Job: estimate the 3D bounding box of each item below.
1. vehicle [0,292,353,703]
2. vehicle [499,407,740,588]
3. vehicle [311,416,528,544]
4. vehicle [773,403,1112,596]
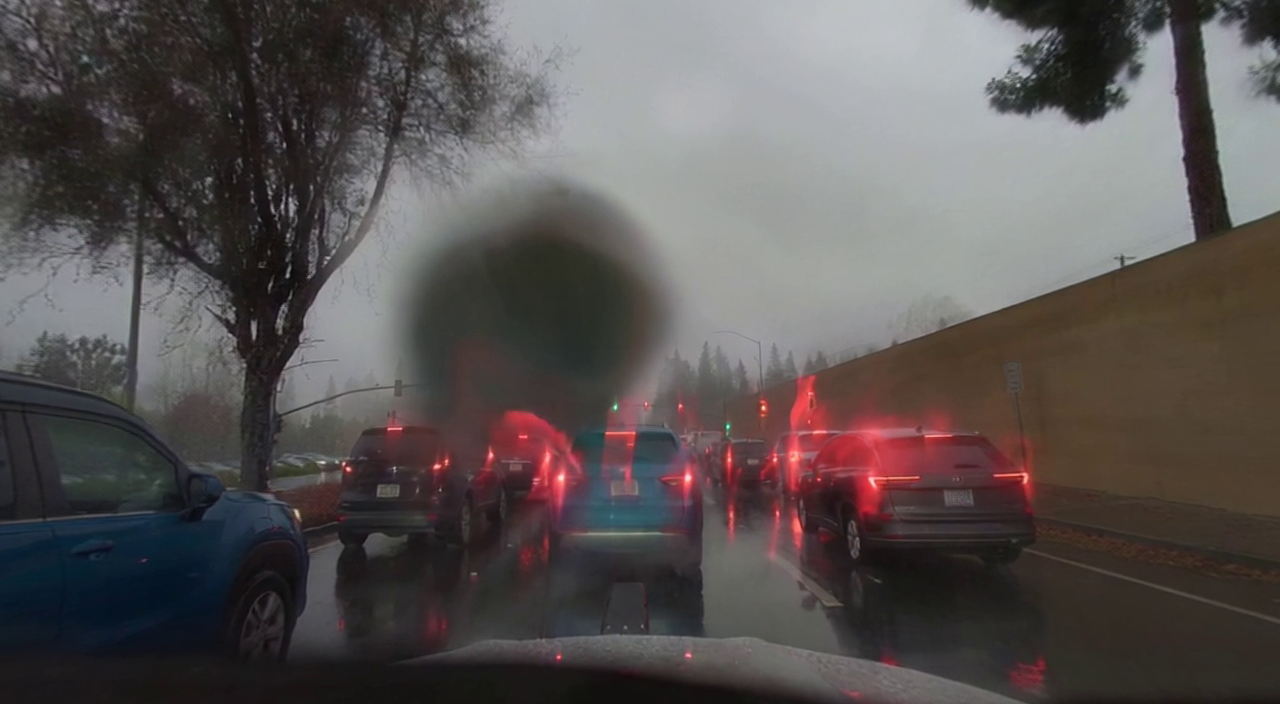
[{"bbox_3d":[-3.519,0.830,3.100,2.070,1.913,4.450,0,-8,0],"label":"vehicle"},{"bbox_3d":[-0.157,1.655,7.933,2.245,1.677,3.913,0,-8,1],"label":"vehicle"},{"bbox_3d":[-3.496,2.126,11.166,2.067,1.759,4.631,0,-8,1],"label":"vehicle"},{"bbox_3d":[3.142,1.621,7.799,2.029,1.702,4.281,0,-8,0],"label":"vehicle"}]
